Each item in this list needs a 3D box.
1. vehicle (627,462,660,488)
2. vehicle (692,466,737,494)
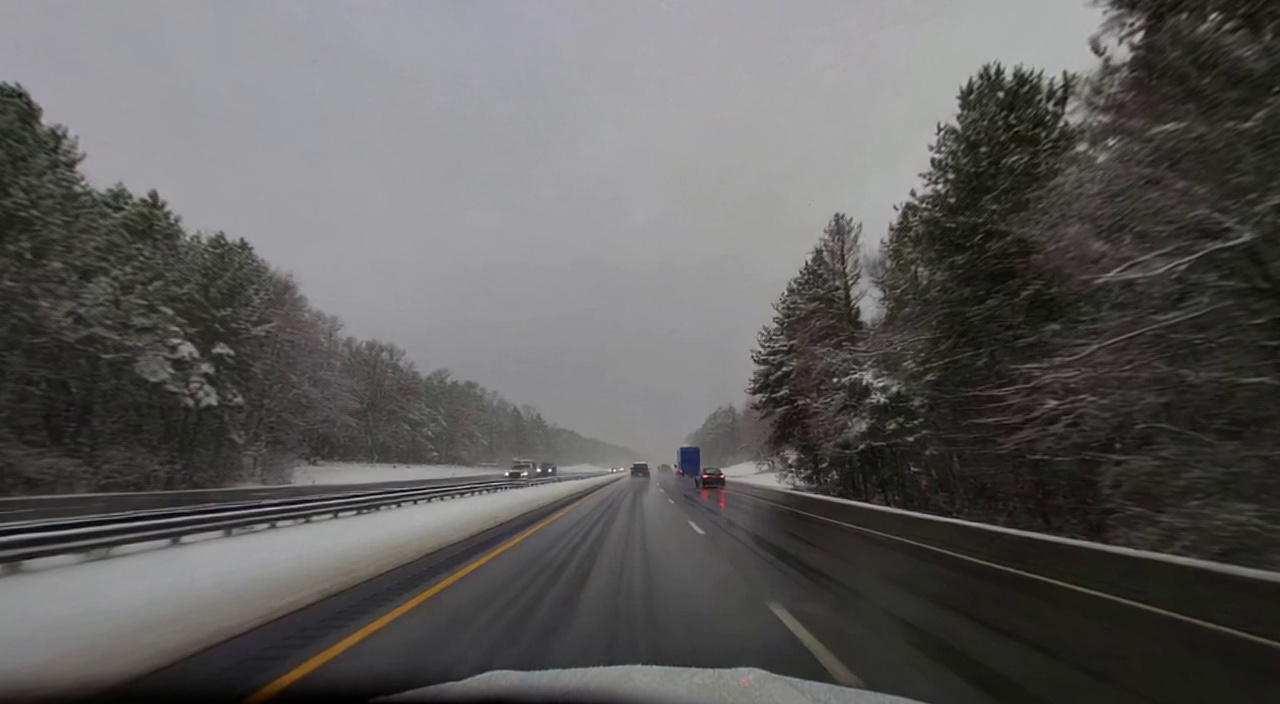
[{"bbox_3d":[0.278,8.786,45.249,2.212,1.717,4.452,1,-10,1],"label":"vehicle"},{"bbox_3d":[4.500,7.805,38.670,2.073,1.532,4.969,1,-10,-1],"label":"vehicle"}]
